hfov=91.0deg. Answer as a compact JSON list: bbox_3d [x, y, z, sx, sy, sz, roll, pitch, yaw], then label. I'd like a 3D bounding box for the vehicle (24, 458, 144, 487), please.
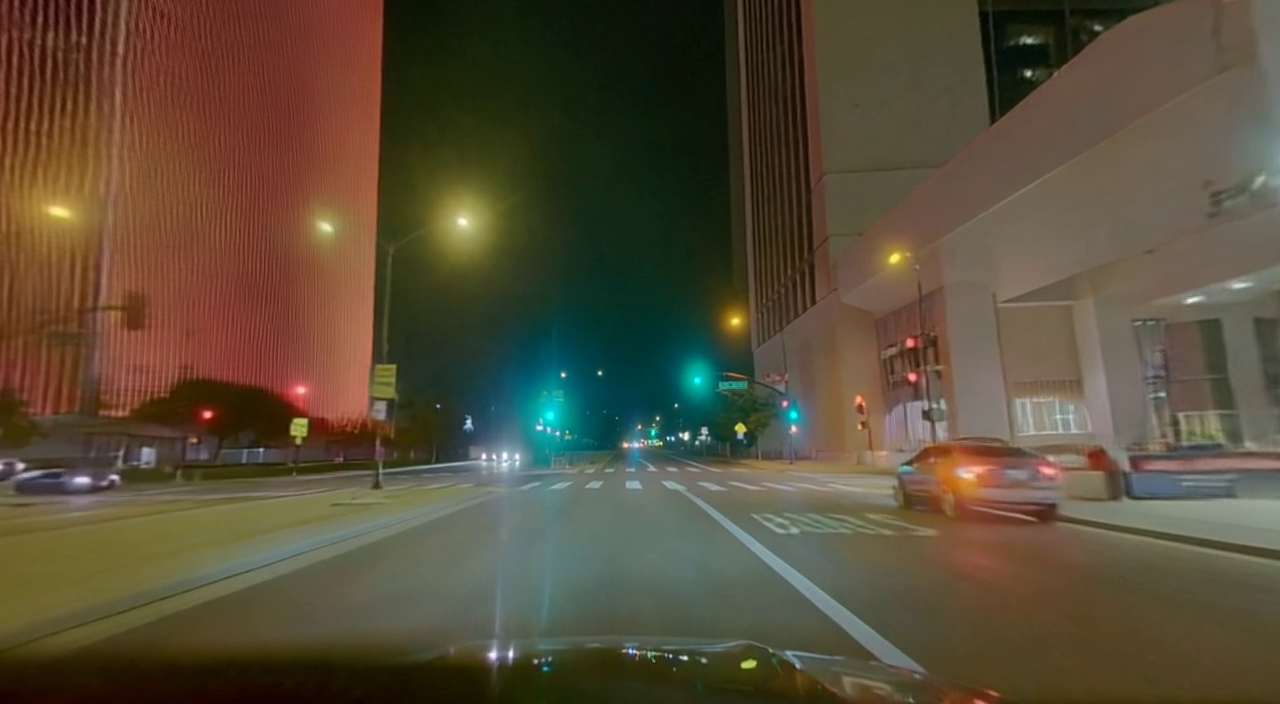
[{"bbox_3d":[-29.681,6.429,33.700,4.644,1.428,1.814,0,-8,-1],"label":"vehicle"}]

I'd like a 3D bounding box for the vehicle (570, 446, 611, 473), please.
[{"bbox_3d":[-2.881,6.400,37.677,2.078,1.471,4.217,0,-9,0],"label":"vehicle"}]

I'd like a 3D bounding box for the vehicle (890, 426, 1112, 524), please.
[{"bbox_3d":[7.220,2.491,13.306,1.950,1.686,4.509,0,-9,-1],"label":"vehicle"}]
